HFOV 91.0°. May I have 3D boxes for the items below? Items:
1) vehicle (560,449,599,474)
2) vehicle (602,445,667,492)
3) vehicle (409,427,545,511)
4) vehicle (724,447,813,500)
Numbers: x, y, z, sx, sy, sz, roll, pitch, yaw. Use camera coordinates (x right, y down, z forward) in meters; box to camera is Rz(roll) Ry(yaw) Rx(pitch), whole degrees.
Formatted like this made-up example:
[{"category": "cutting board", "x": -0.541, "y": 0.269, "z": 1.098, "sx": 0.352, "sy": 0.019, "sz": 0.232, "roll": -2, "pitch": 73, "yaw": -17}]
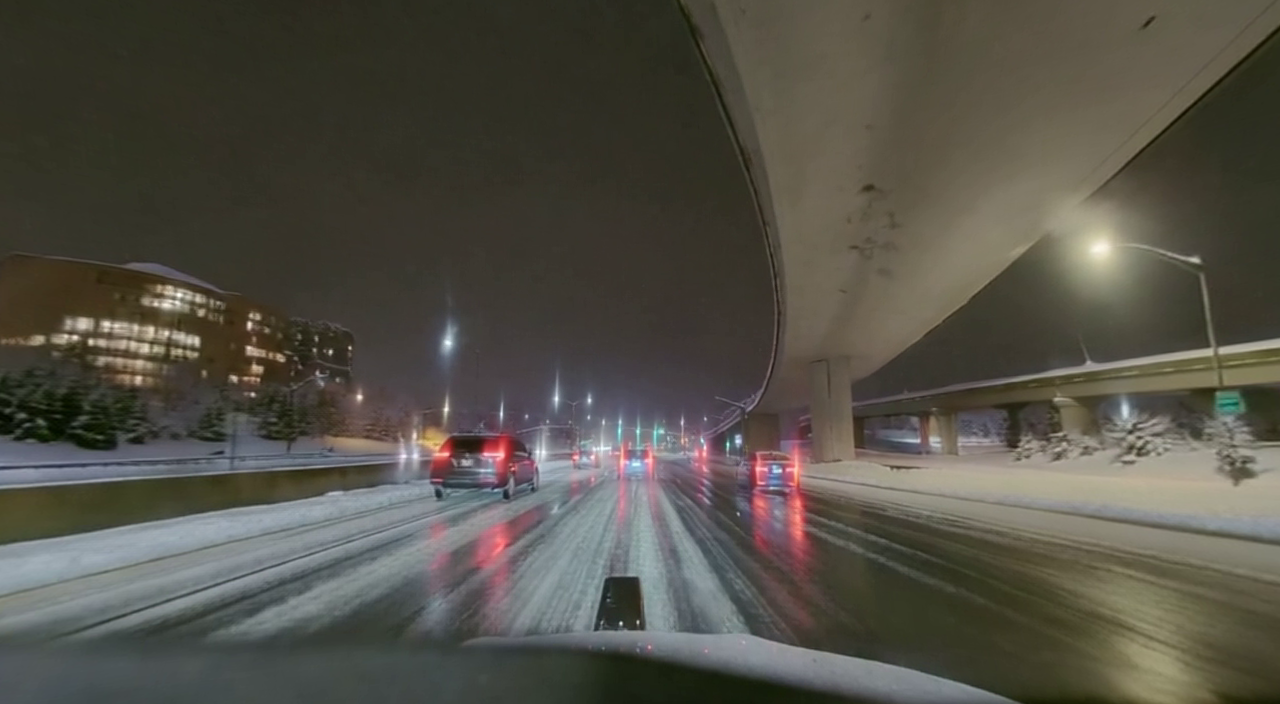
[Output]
[{"category": "vehicle", "x": -3.645, "y": 6.688, "z": 38.773, "sx": 1.868, "sy": 1.431, "sz": 4.055, "roll": 0, "pitch": -9, "yaw": 2}, {"category": "vehicle", "x": -0.158, "y": 4.102, "z": 22.525, "sx": 2.089, "sy": 1.493, "sz": 3.964, "roll": 0, "pitch": -9, "yaw": 0}, {"category": "vehicle", "x": -3.929, "y": 2.909, "z": 16.145, "sx": 2.142, "sy": 1.819, "sz": 4.648, "roll": 0, "pitch": -9, "yaw": 1}, {"category": "vehicle", "x": 3.987, "y": 3.805, "z": 20.187, "sx": 1.974, "sy": 1.490, "sz": 3.994, "roll": 0, "pitch": -9, "yaw": 0}]
